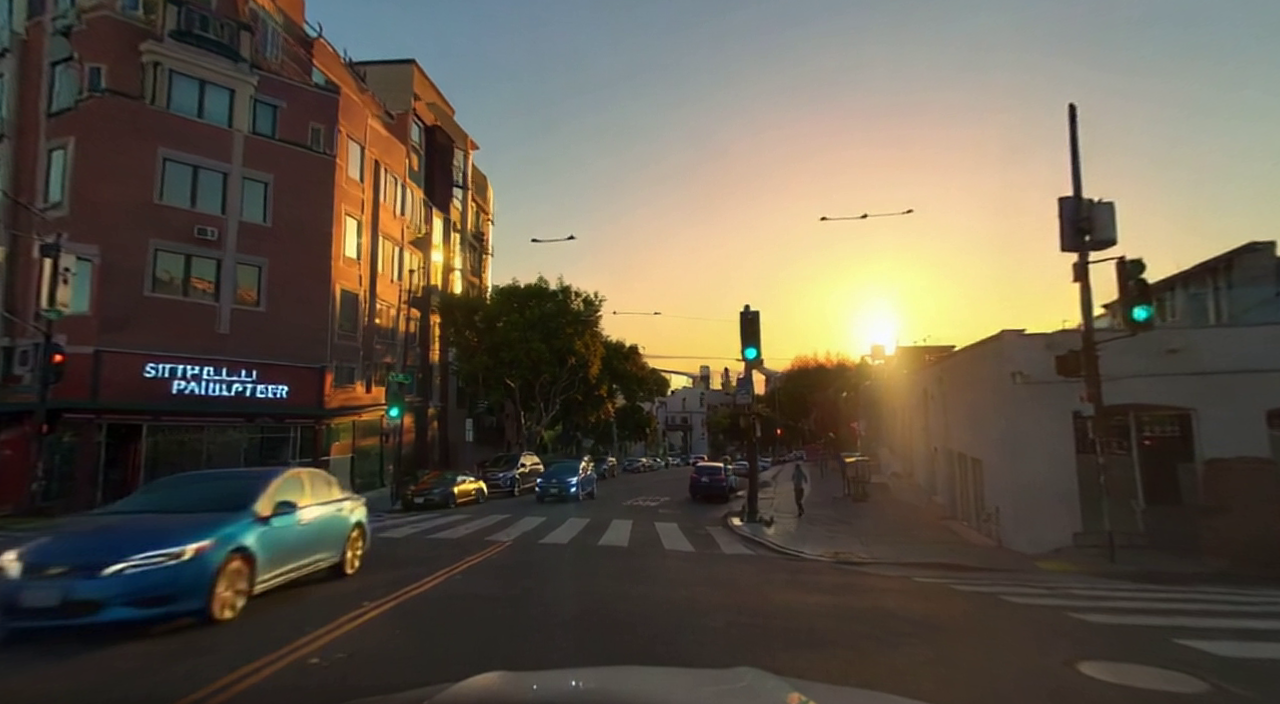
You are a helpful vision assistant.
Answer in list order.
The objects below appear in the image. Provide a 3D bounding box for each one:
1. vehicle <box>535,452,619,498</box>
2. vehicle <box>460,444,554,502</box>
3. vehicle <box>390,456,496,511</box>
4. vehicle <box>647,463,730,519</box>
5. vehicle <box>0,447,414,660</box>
[{"bbox_3d":[-2.587,5.261,27.495,2.181,1.723,4.692,-2,-9,14],"label":"vehicle"},{"bbox_3d":[-6.166,5.641,30.055,2.120,2.078,5.403,-6,-7,13],"label":"vehicle"},{"bbox_3d":[-7.565,5.063,24.709,1.933,1.461,4.393,-7,-6,12],"label":"vehicle"},{"bbox_3d":[1.703,4.433,20.667,1.892,1.481,4.365,-3,-9,15],"label":"vehicle"},{"bbox_3d":[-4.362,1.790,6.828,2.119,1.485,4.472,-1,-8,1],"label":"vehicle"}]
